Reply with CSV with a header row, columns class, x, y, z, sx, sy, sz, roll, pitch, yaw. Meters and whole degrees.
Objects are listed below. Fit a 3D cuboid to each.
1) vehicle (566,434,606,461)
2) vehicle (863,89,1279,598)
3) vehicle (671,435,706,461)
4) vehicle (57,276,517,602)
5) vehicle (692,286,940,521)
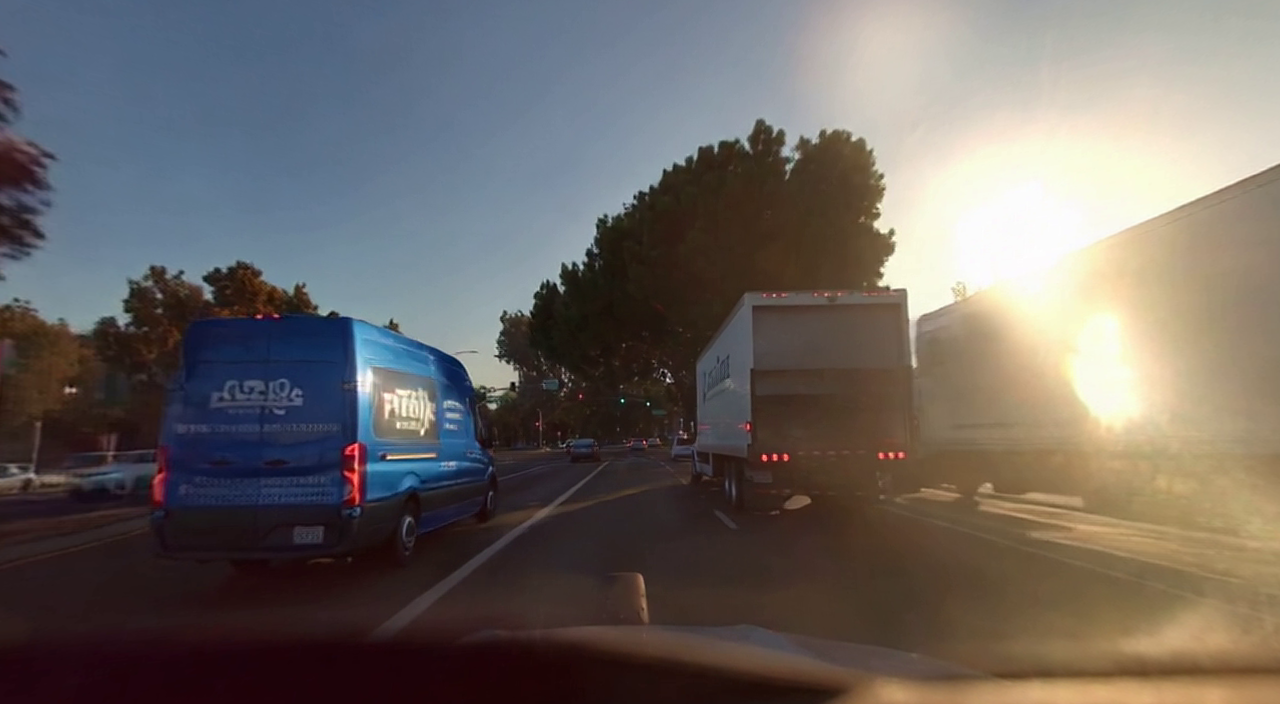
class,x,y,z,sx,sy,sz,roll,pitch,yaw
vehicle,-3.768,6.798,44.825,2.356,1.766,5.674,0,-9,0
vehicle,6.837,0.067,6.277,2.926,4.221,16.975,-1,-9,0
vehicle,3.083,6.181,40.669,1.869,1.616,4.346,0,-9,0
vehicle,-3.606,1.191,8.674,2.443,2.784,6.493,0,-9,1
vehicle,3.005,1.468,14.415,2.861,3.525,9.858,0,-9,0
